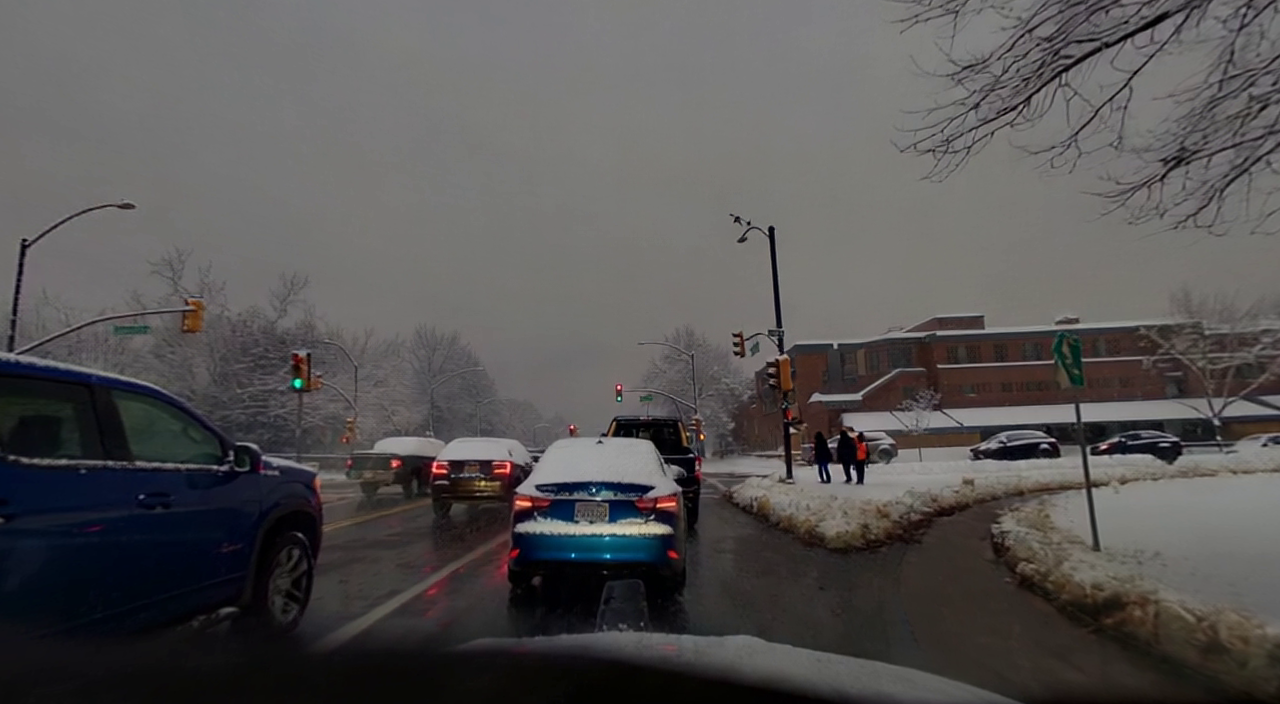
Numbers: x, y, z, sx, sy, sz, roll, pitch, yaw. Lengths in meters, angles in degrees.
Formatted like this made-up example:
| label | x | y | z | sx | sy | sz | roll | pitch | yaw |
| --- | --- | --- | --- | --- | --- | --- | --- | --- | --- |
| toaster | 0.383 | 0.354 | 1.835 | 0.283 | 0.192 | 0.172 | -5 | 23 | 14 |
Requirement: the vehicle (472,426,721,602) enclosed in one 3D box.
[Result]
| label | x | y | z | sx | sy | sz | roll | pitch | yaw |
| --- | --- | --- | --- | --- | --- | --- | --- | --- | --- |
| vehicle | -0.374 | 1.740 | 7.732 | 2.144 | 1.497 | 4.446 | 0 | -9 | 0 |

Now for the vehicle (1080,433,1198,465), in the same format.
| label | x | y | z | sx | sy | sz | roll | pitch | yaw |
| --- | --- | --- | --- | --- | --- | --- | --- | --- | --- |
| vehicle | 28.951 | 5.623 | 36.667 | 4.967 | 1.794 | 2.044 | 0 | -9 | 2 |

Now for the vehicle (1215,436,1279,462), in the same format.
| label | x | y | z | sx | sy | sz | roll | pitch | yaw |
| --- | --- | --- | --- | --- | --- | --- | --- | --- | --- |
| vehicle | 36.261 | 5.548 | 36.108 | 4.643 | 1.464 | 1.840 | -1 | -9 | 3 |

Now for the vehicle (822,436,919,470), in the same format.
| label | x | y | z | sx | sy | sz | roll | pitch | yaw |
| --- | --- | --- | --- | --- | --- | --- | --- | --- | --- |
| vehicle | 12.215 | 5.388 | 33.577 | 4.394 | 1.724 | 1.886 | 0 | -9 | 1 |

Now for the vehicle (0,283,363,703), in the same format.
| label | x | y | z | sx | sy | sz | roll | pitch | yaw |
| --- | --- | --- | --- | --- | --- | --- | --- | --- | --- |
| vehicle | -3.676 | 0.802 | 3.139 | 2.202 | 1.961 | 4.980 | 0 | -9 | 1 |

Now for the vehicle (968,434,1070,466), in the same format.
| label | x | y | z | sx | sy | sz | roll | pitch | yaw |
| --- | --- | --- | --- | --- | --- | --- | --- | --- | --- |
| vehicle | 21.946 | 5.700 | 36.670 | 4.529 | 1.786 | 2.110 | 0 | -9 | 2 |
